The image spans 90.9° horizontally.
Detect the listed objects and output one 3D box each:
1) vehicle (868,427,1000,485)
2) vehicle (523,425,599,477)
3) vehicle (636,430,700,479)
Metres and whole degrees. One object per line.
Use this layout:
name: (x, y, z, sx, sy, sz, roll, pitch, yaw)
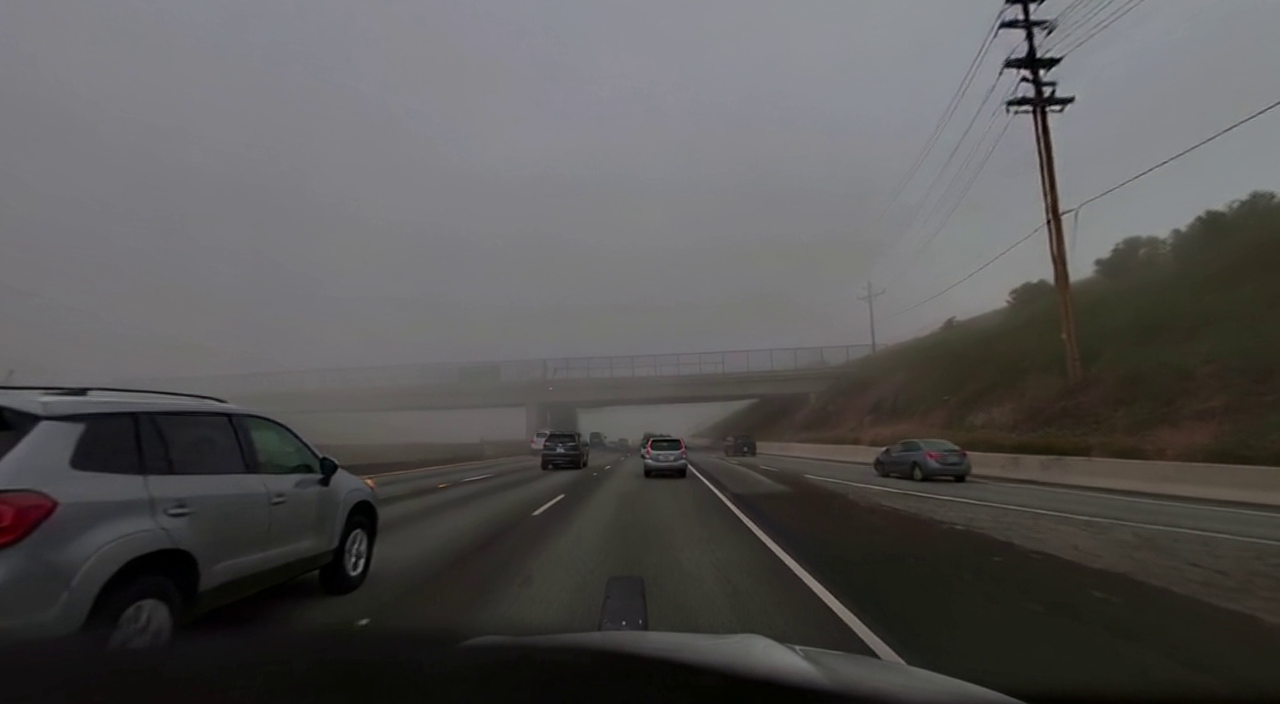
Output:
vehicle: (10.971, 3.912, 24.057, 2.059, 1.938, 4.793, 1, -9, -10)
vehicle: (-3.008, 3.926, 25.143, 2.228, 1.845, 4.847, -1, -8, 2)
vehicle: (0.958, 3.859, 23.918, 2.193, 1.651, 3.946, 0, -8, 0)
